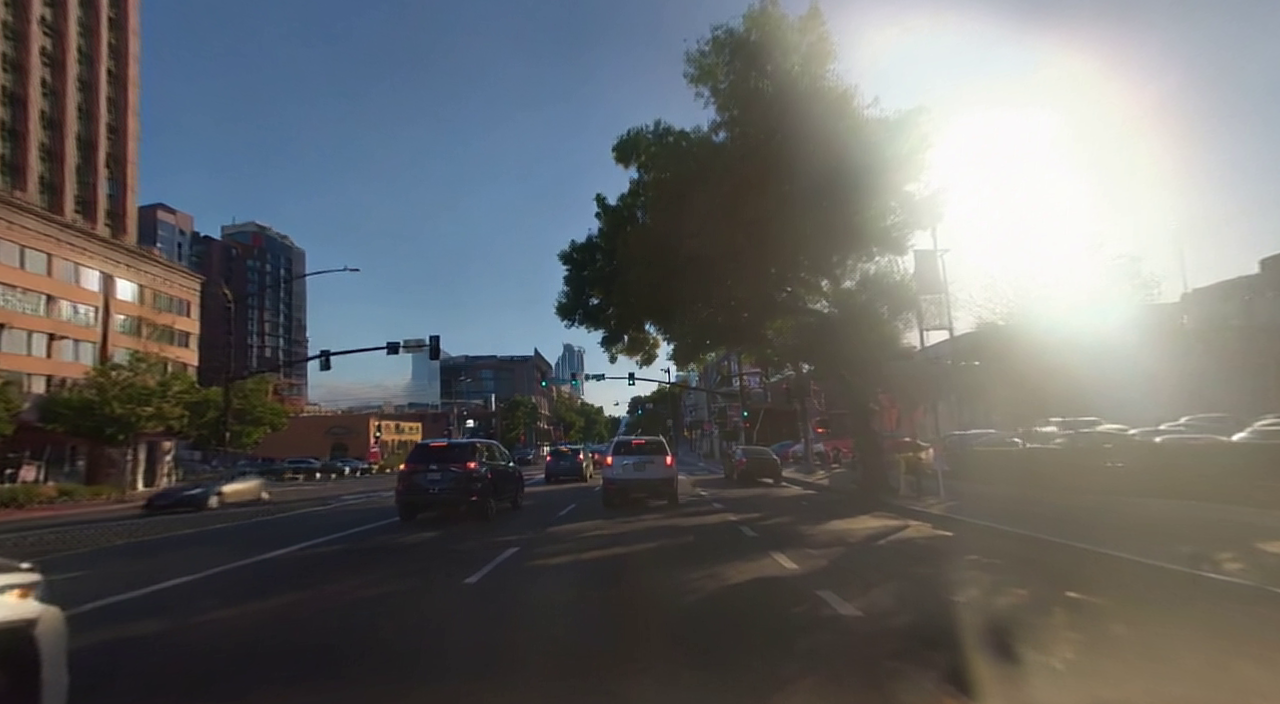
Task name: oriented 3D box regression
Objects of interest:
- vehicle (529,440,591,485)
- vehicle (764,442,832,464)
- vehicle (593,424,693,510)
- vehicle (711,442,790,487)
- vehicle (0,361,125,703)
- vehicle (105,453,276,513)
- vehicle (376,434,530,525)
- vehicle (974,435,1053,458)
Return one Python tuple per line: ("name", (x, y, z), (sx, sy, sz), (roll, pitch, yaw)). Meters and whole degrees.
("vehicle", (-3.162, 4.436, 25.610), (1.894, 1.642, 3.861), (0, -8, 2))
("vehicle", (11.545, 7.350, 46.034), (4.736, 1.526, 1.878), (5, -9, -29))
("vehicle", (0.090, 2.699, 15.229), (2.075, 1.770, 4.018), (0, -8, 1))
("vehicle", (3.931, 4.078, 23.230), (1.986, 1.457, 4.566), (0, -8, -1))
("vehicle", (-3.324, 0.592, 0.485), (1.975, 1.624, 4.481), (0, -8, 1))
("vehicle", (-14.678, 4.254, 21.012), (2.115, 1.654, 4.727), (0, -8, 1))
("vehicle", (-3.711, 2.586, 13.410), (1.886, 1.599, 4.247), (0, -8, 1))
("vehicle", (26.500, 6.738, 44.894), (4.361, 1.478, 1.909), (-3, -9, 12))
